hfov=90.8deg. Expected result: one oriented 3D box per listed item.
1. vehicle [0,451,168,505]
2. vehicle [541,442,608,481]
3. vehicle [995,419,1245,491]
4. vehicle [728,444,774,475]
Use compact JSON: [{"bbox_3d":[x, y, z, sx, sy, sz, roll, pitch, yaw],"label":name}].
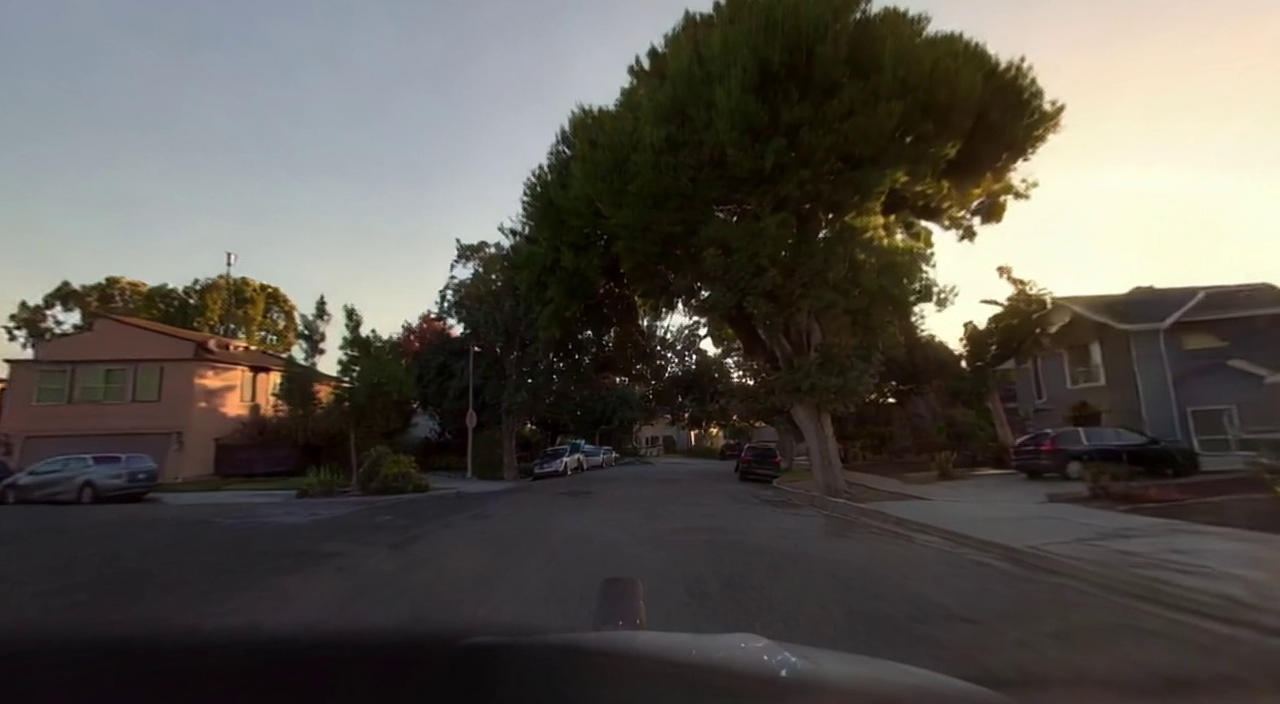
[{"bbox_3d":[-16.107,3.580,18.151,3.734,1.441,1.756,-1,-9,4],"label":"vehicle"},{"bbox_3d":[-3.272,5.577,32.580,2.041,1.762,4.508,-4,-8,13],"label":"vehicle"},{"bbox_3d":[11.991,2.590,16.034,4.781,1.700,1.914,0,-9,-2],"label":"vehicle"},{"bbox_3d":[6.531,6.195,36.706,2.075,1.657,4.648,-3,-9,17],"label":"vehicle"}]
